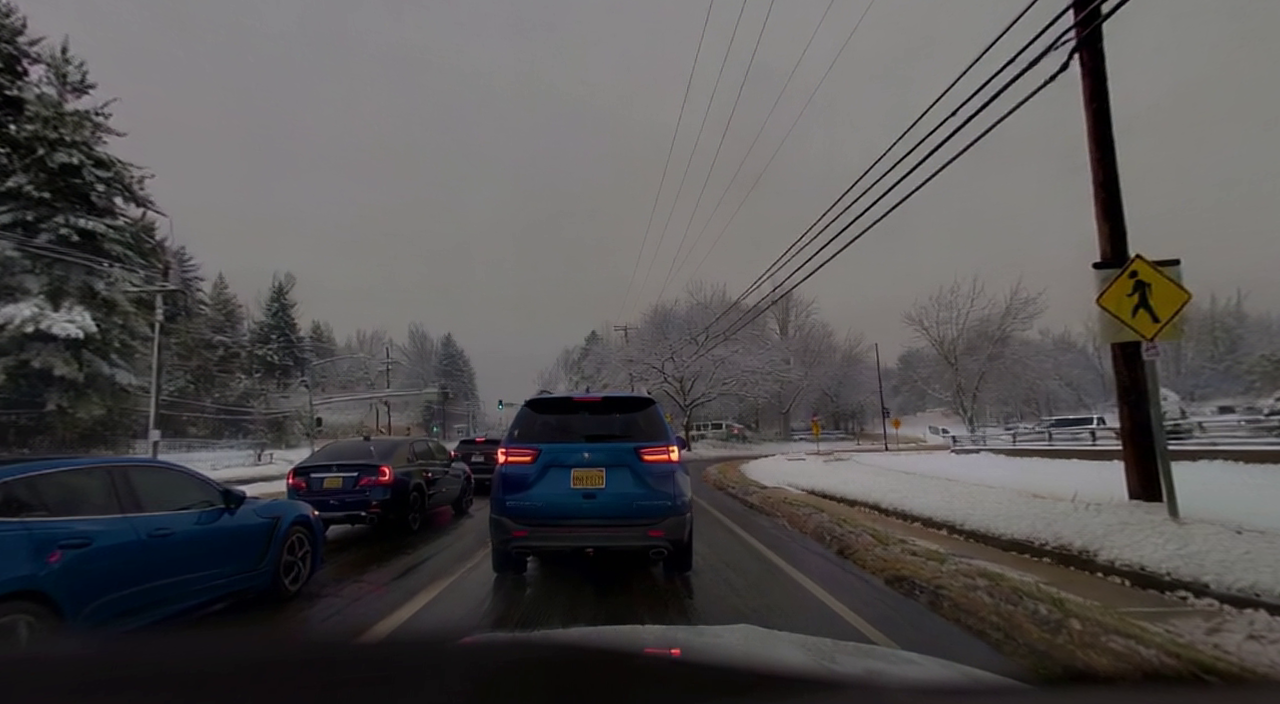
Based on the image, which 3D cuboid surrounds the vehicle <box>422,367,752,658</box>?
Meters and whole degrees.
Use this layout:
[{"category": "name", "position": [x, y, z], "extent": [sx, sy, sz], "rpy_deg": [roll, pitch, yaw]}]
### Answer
[{"category": "vehicle", "position": [-0.281, 1.264, 5.893], "extent": [2.012, 1.769, 3.897], "rpy_deg": [0, -8, 1]}]

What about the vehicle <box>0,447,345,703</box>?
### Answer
[{"category": "vehicle", "position": [-3.751, 1.223, 3.699], "extent": [1.865, 1.314, 4.461], "rpy_deg": [0, -8, 1]}]
